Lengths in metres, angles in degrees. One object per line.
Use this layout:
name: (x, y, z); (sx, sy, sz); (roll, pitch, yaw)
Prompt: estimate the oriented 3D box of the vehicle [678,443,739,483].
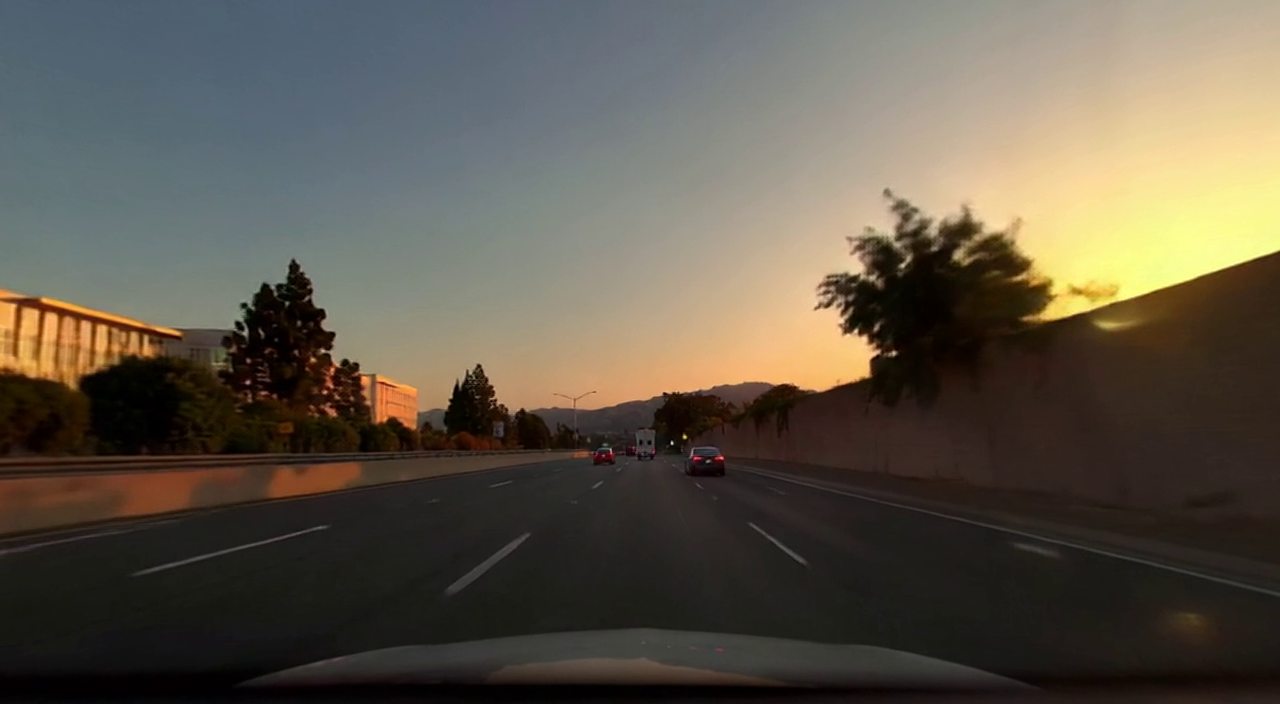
vehicle: (2.808, 4.678, 26.700); (1.973, 1.536, 4.337); (0, -9, -2)
